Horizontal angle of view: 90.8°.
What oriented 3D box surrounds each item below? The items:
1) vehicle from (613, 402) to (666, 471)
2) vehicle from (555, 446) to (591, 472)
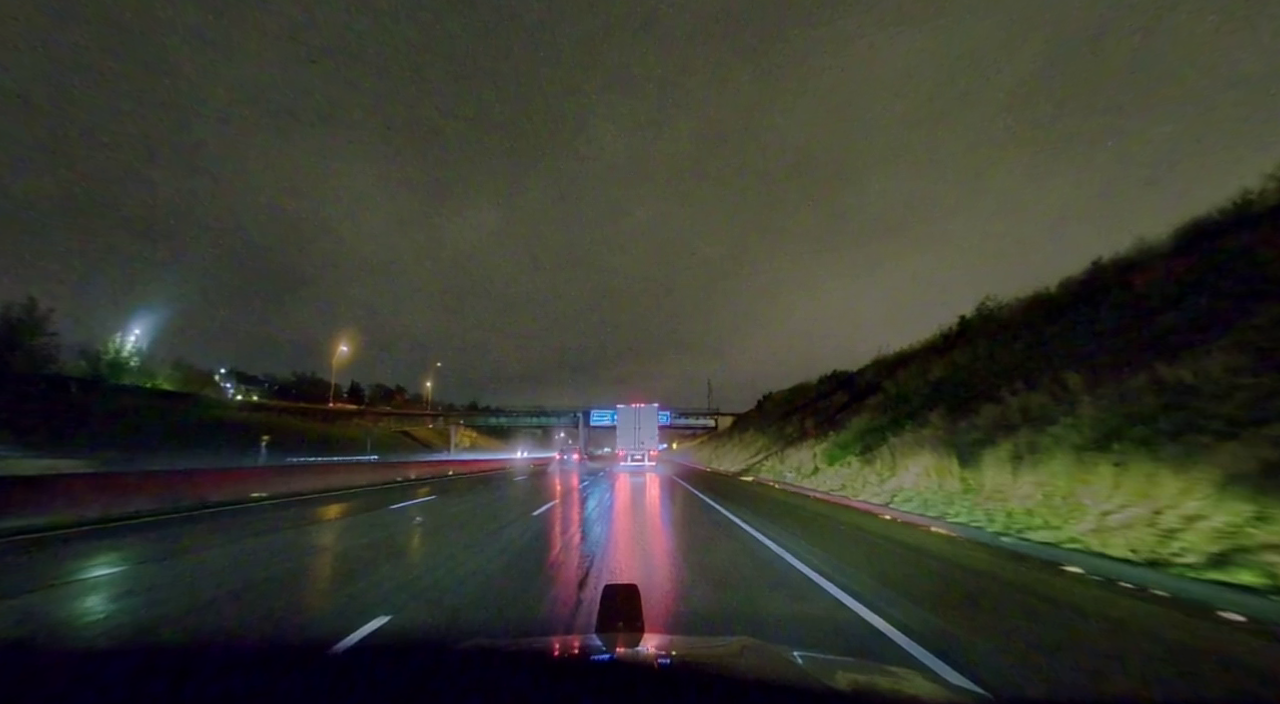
[{"bbox_3d":[-0.186,5.844,42.747,3.033,3.985,12.383,0,-9,-1],"label":"vehicle"},{"bbox_3d":[-4.354,6.978,41.392,2.005,1.595,4.253,0,-9,-2],"label":"vehicle"}]
